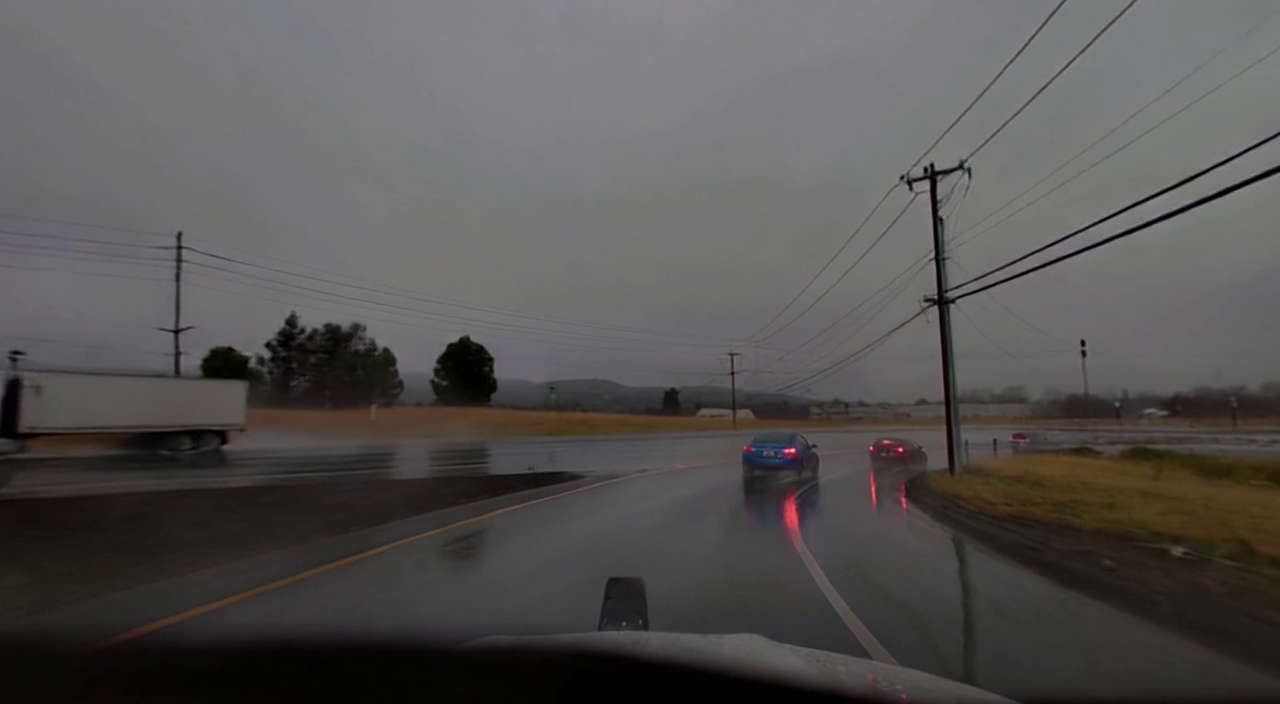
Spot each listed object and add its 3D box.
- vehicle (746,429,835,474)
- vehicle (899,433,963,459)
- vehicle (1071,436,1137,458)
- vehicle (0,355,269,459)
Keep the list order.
[{"bbox_3d":[5.427,3.494,22.372,2.026,1.407,4.374,-4,-9,27],"label":"vehicle"},{"bbox_3d":[17.672,5.669,38.252,4.307,1.465,1.836,7,-11,-41],"label":"vehicle"},{"bbox_3d":[34.667,7.095,47.099,4.102,1.552,1.931,3,-9,-21],"label":"vehicle"},{"bbox_3d":[-22.614,2.695,28.570,2.808,3.992,9.356,-8,-11,44],"label":"vehicle"}]
